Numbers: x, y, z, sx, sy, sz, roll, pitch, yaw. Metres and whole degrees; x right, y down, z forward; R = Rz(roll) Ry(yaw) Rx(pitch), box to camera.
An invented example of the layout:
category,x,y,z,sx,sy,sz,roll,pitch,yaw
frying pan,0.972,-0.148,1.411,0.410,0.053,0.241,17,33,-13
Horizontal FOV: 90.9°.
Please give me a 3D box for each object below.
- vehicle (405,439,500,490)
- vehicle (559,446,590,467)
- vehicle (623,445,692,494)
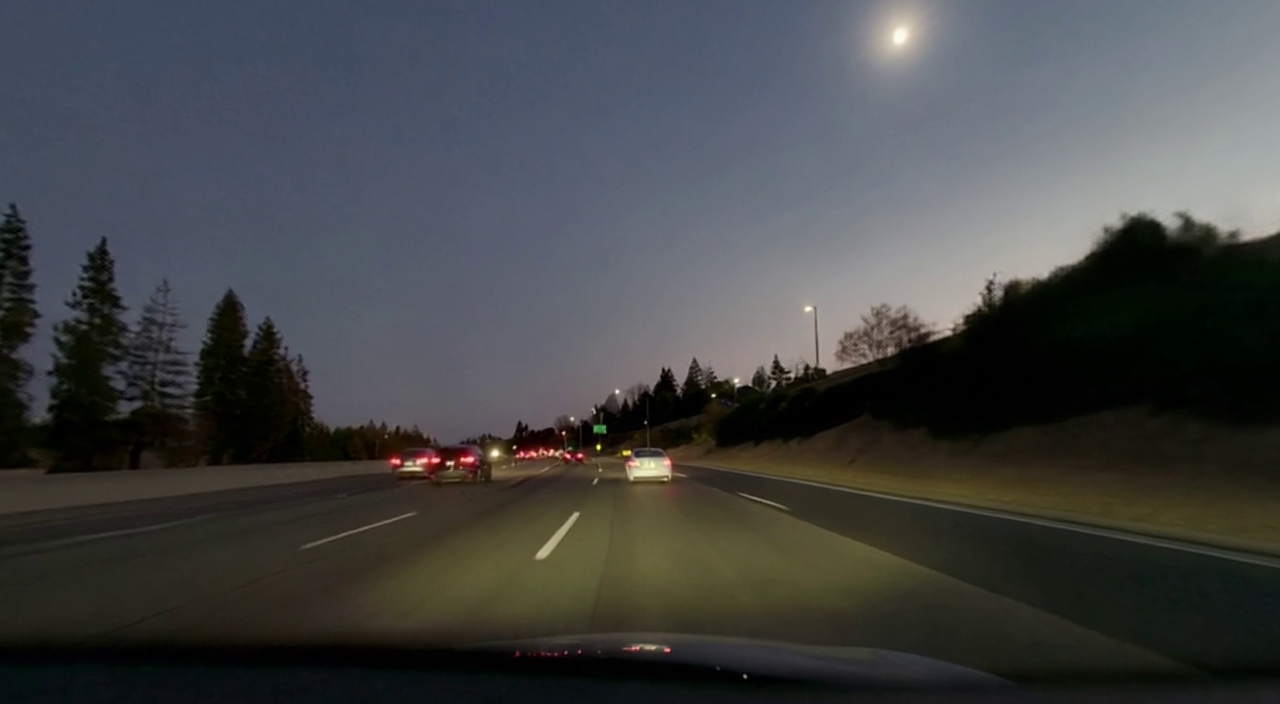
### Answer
category,x,y,z,sx,sy,sz,roll,pitch,yaw
vehicle,-6.855,4.176,23.713,2.221,1.693,4.631,0,-9,-1
vehicle,-5.070,8.172,49.494,2.246,1.519,4.980,1,-9,-4
vehicle,0.472,3.800,20.797,2.051,1.444,3.927,0,-9,-2
